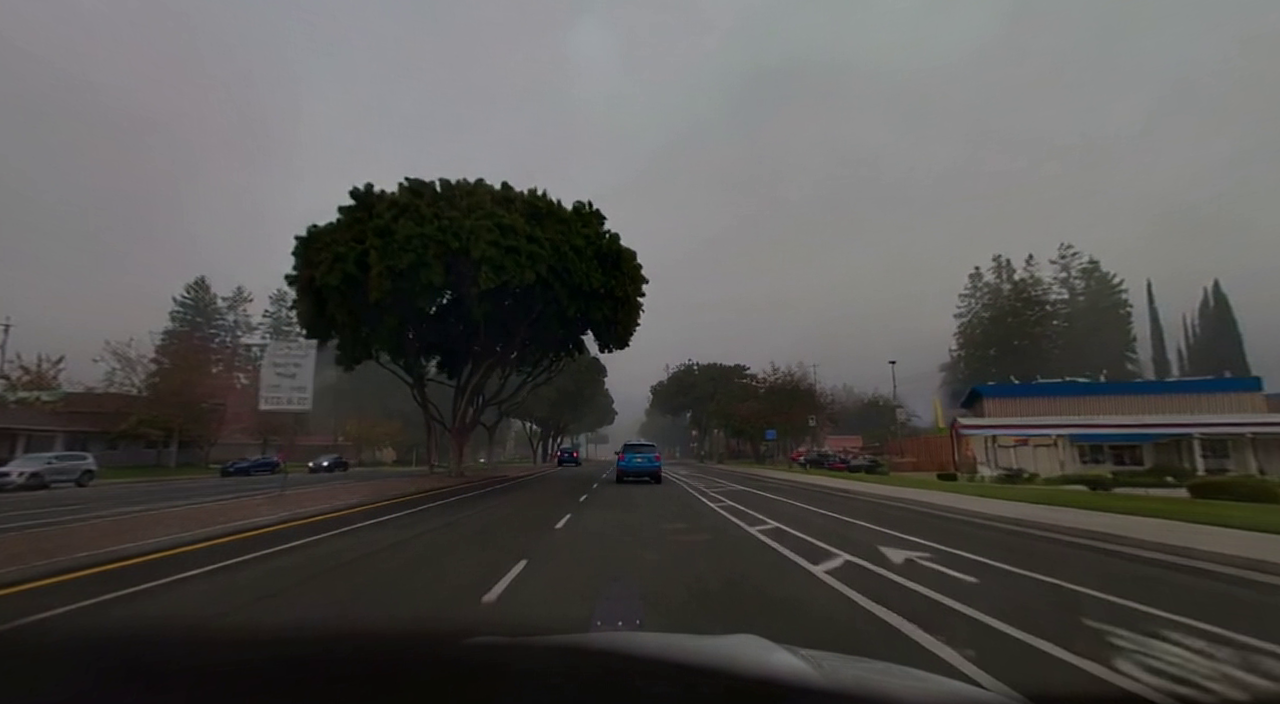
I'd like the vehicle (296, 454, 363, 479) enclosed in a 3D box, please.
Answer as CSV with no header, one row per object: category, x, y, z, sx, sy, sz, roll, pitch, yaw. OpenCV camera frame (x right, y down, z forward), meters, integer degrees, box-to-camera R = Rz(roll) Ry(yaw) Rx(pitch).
vehicle,-20.774,7.666,42.571,2.004,1.546,5.015,0,-9,-1

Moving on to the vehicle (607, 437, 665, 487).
vehicle,-0.228,4.656,27.097,2.273,1.909,5.075,0,-9,-2

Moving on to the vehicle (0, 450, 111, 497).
vehicle,-26.118,5.181,27.446,2.111,1.839,4.932,0,-9,-2

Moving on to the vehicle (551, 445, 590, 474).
vehicle,-4.630,7.209,42.656,2.202,1.856,4.516,0,-9,-1

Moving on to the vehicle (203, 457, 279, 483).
vehicle,-26.727,7.898,42.543,1.955,1.540,5.041,0,-9,-1
